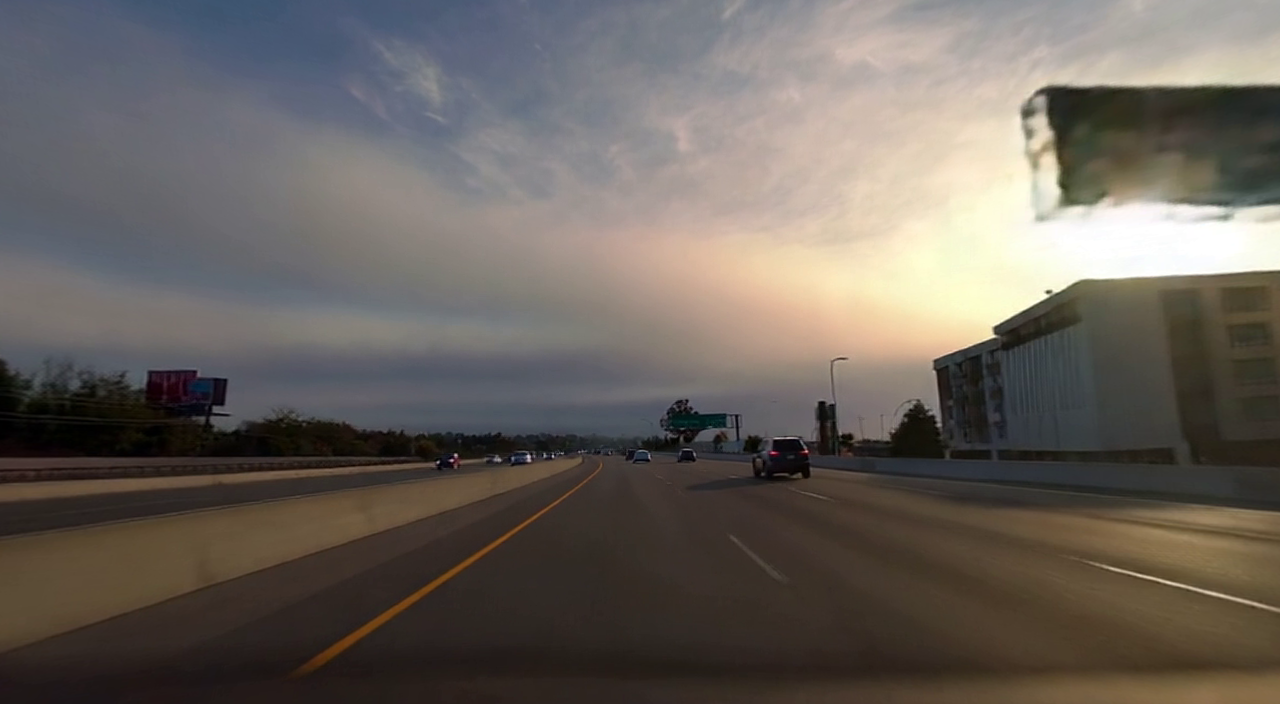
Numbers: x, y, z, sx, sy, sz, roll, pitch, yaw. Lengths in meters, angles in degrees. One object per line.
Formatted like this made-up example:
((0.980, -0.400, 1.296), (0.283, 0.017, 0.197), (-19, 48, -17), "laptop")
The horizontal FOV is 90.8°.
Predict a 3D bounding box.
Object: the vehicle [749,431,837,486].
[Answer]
((6.098, 4.314, 25.859), (2.181, 1.952, 4.973), (-1, -9, -2), "vehicle")
